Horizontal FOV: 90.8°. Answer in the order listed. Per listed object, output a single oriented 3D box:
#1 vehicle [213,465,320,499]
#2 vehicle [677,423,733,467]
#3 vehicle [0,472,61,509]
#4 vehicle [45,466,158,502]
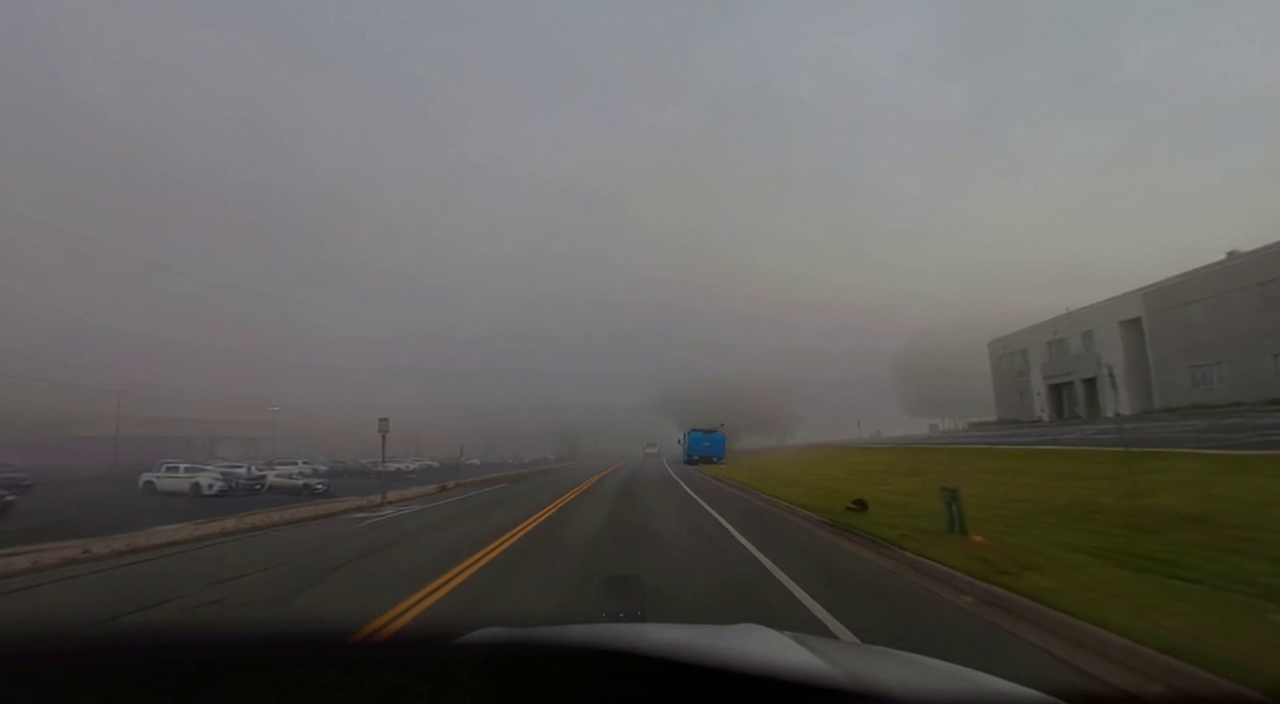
[{"bbox_3d":[-22.162,7.693,37.758,2.233,1.709,5.161,-3,-9,19],"label":"vehicle"},{"bbox_3d":[4.842,7.278,49.263,3.282,3.067,10.181,0,-9,0],"label":"vehicle"},{"bbox_3d":[-33.018,7.122,32.629,4.183,1.758,2.059,0,-9,2],"label":"vehicle"},{"bbox_3d":[-32.528,7.974,38.285,4.996,1.817,2.054,-3,-10,2],"label":"vehicle"}]
